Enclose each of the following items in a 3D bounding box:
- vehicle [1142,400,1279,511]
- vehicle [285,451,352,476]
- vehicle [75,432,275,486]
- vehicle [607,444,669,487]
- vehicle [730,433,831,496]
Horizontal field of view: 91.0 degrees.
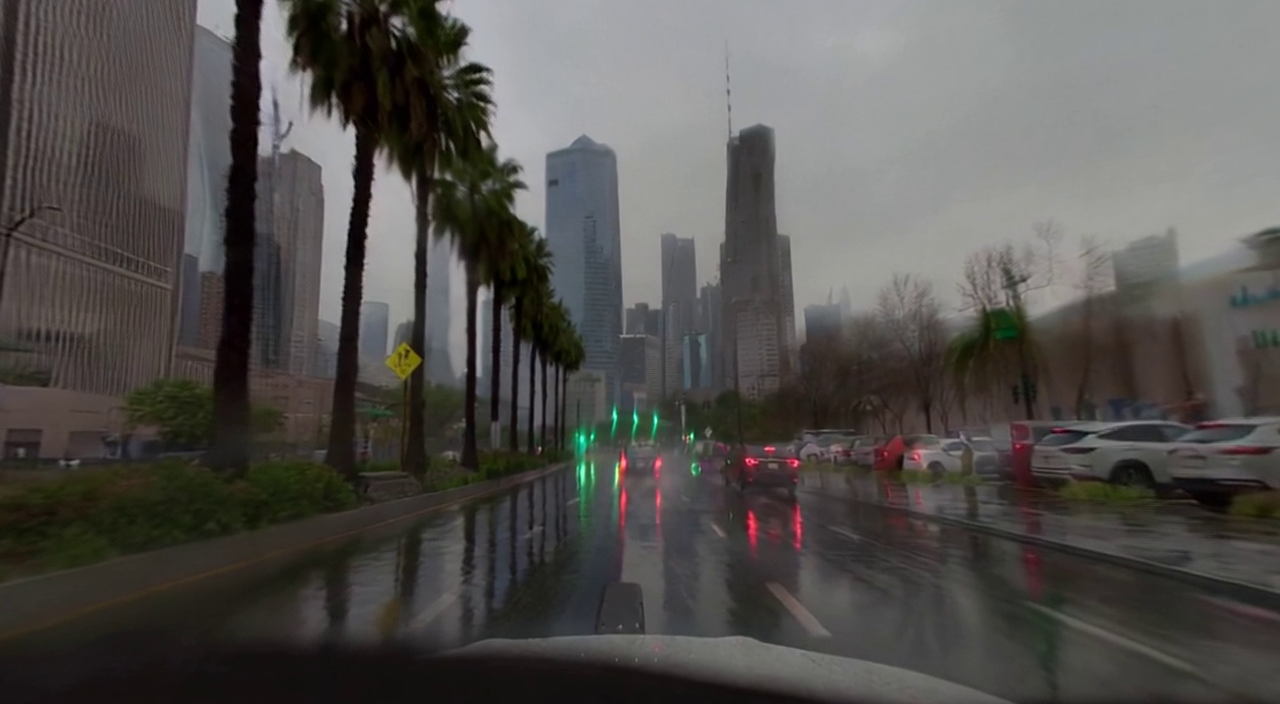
[{"bbox_3d":[12.759,1.958,12.017,4.373,1.859,2.362,1,-9,-4],"label":"vehicle"},{"bbox_3d":[-23.320,8.101,45.892,2.075,1.645,5.270,0,-9,1],"label":"vehicle"},{"bbox_3d":[-30.659,7.168,42.904,3.081,3.048,13.223,0,-9,3],"label":"vehicle"},{"bbox_3d":[-0.075,4.388,24.576,2.235,1.528,3.876,0,-9,0],"label":"vehicle"},{"bbox_3d":[4.370,3.590,20.421,2.136,1.774,4.778,0,-9,0],"label":"vehicle"}]
